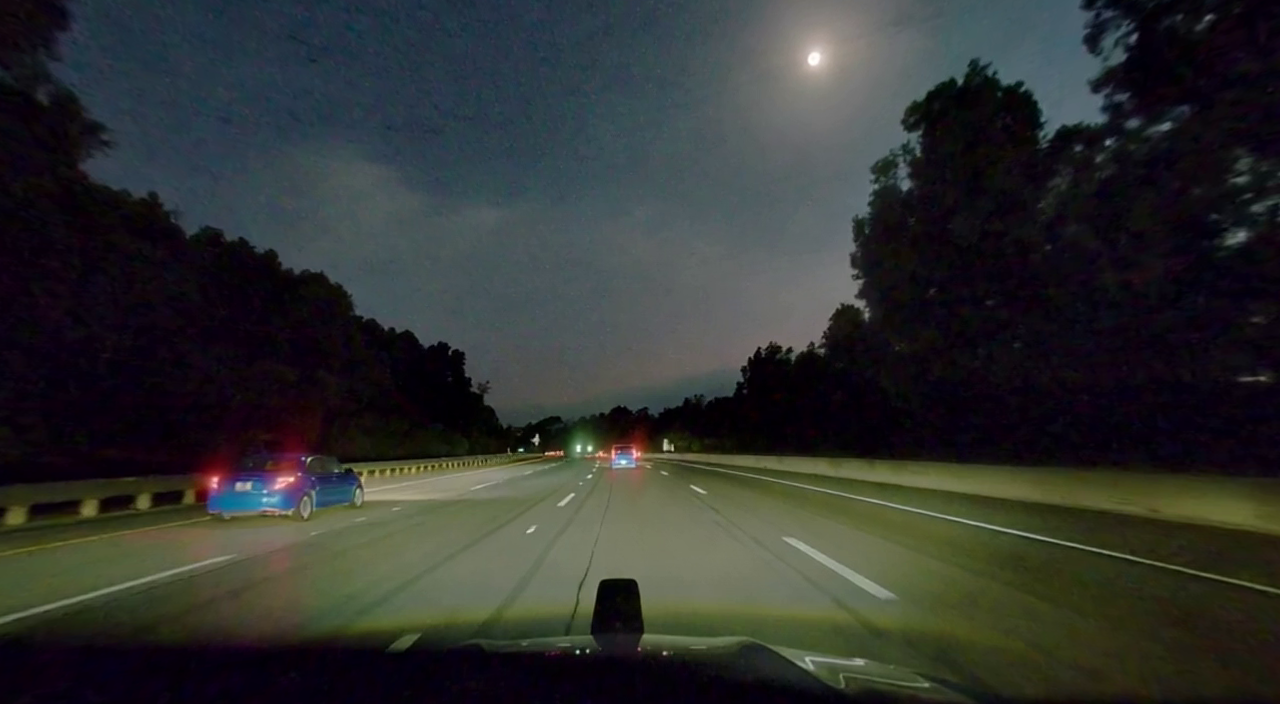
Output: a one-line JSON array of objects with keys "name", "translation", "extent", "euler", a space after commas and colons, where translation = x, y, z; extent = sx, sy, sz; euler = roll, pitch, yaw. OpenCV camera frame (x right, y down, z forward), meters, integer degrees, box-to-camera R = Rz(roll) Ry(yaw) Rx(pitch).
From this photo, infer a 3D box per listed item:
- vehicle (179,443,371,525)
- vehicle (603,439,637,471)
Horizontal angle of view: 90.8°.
[{"name": "vehicle", "translation": [-7.557, 2.730, 13.616], "extent": [1.915, 1.479, 3.843], "euler": [0, -9, -2]}, {"name": "vehicle", "translation": [-1.290, 6.391, 39.451], "extent": [1.990, 1.878, 4.079], "euler": [0, -9, -3]}]
